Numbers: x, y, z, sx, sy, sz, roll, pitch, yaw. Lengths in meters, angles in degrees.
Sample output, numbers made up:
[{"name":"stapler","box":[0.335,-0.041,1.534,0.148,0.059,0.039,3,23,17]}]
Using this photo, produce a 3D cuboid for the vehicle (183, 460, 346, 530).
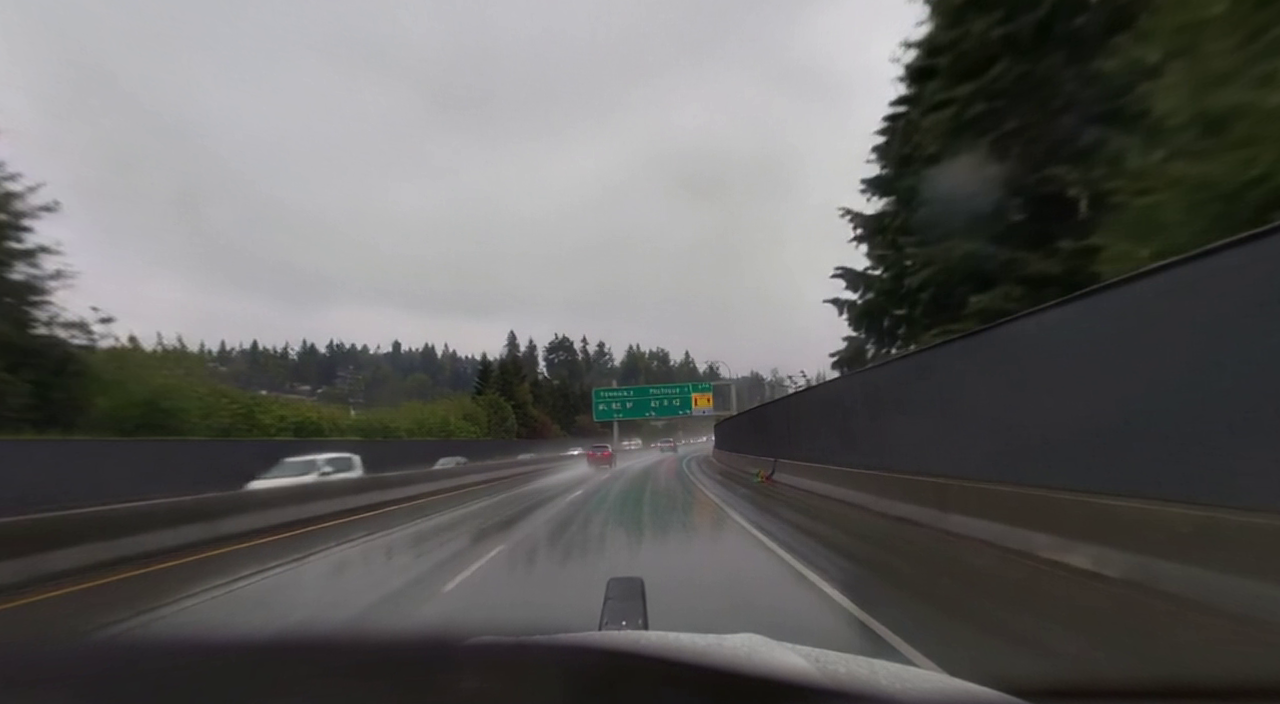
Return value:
[{"name":"vehicle","box":[-10.596,4.025,18.234,1.931,1.645,4.338,0,-8,1]}]

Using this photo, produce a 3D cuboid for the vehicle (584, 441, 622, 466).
[{"name":"vehicle","box":[-2.362,6.620,41.177,1.985,1.518,3.847,-1,-8,4]}]
